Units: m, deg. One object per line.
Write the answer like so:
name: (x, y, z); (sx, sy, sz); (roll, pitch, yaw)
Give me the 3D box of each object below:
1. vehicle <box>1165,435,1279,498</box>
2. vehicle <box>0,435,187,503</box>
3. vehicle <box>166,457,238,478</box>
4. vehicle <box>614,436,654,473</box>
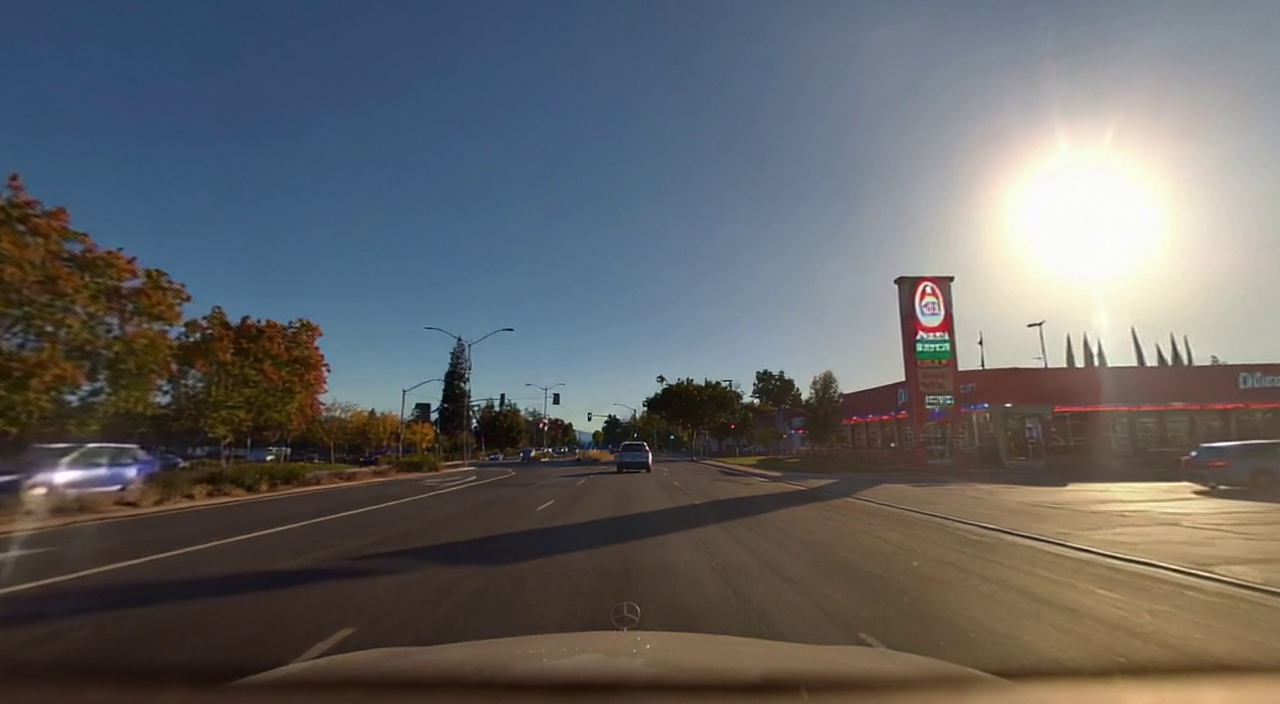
vehicle: (16.210, 2.874, 16.083); (4.026, 1.463, 1.826); (-1, -10, -2)
vehicle: (-19.973, 4.091, 22.823); (2.492, 2.083, 6.312); (0, -8, 0)
vehicle: (-32.185, 8.500, 46.517); (3.791, 1.473, 1.942); (0, -8, -2)
vehicle: (-0.319, 5.807, 35.965); (2.096, 1.961, 4.259); (0, -8, 0)
